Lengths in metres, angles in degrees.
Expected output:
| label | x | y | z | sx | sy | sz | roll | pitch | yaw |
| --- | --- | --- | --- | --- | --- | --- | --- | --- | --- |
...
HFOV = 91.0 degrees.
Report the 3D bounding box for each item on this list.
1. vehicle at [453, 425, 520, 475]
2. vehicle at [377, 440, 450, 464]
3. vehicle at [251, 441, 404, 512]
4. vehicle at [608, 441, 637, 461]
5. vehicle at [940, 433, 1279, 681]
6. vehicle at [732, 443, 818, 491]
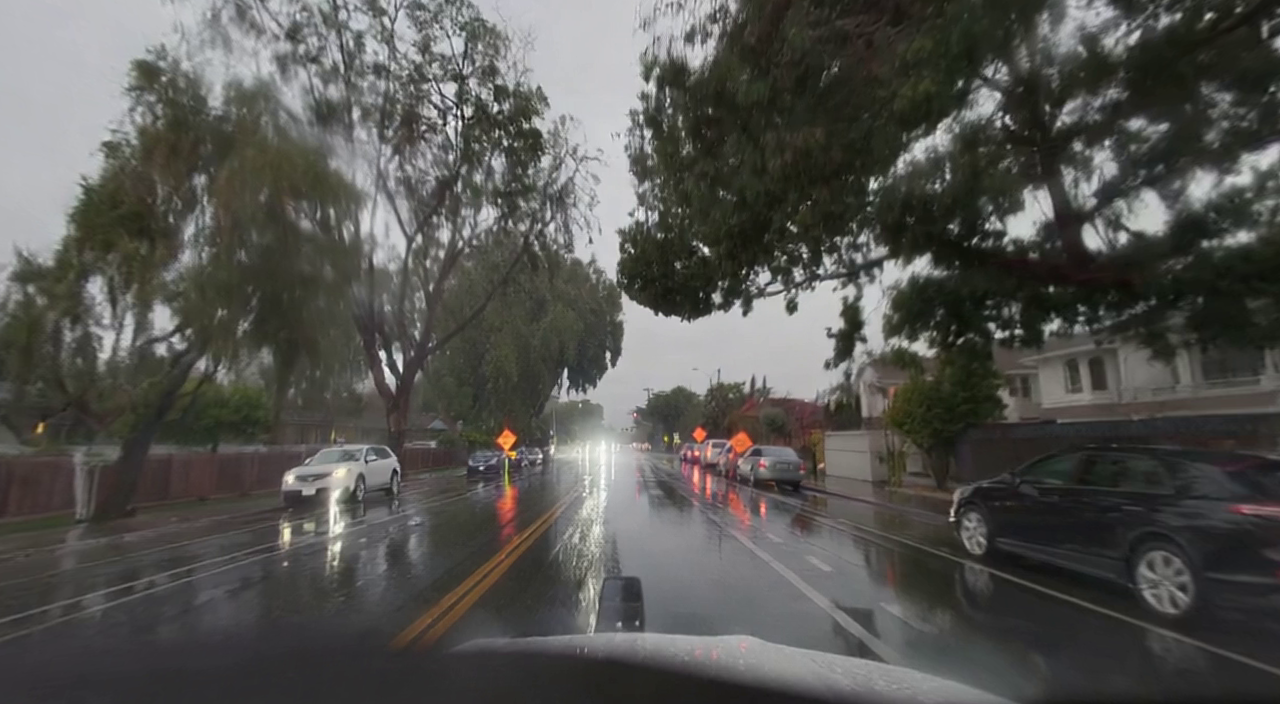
| label | x | y | z | sx | sy | sz | roll | pitch | yaw |
| --- | --- | --- | --- | --- | --- | --- | --- | --- | --- |
| vehicle | -8.486 | 5.477 | 35.315 | 2.526 | 2.631 | 4.228 | 0 | -8 | 2 |
| vehicle | -17.208 | 7.620 | 47.951 | 4.779 | 1.823 | 1.964 | 0 | -9 | -1 |
| vehicle | -8.351 | 3.325 | 17.413 | 1.950 | 1.672 | 4.664 | 0 | -8 | -2 |
| vehicle | -1.360 | 7.864 | 49.985 | 2.151 | 1.481 | 4.084 | 0 | -8 | 0 |
| vehicle | 4.812 | 1.468 | 5.299 | 2.027 | 1.493 | 4.679 | 1 | -9 | -4 |
| vehicle | 4.496 | 3.892 | 21.704 | 1.912 | 1.463 | 4.477 | 0 | -8 | -1 |
